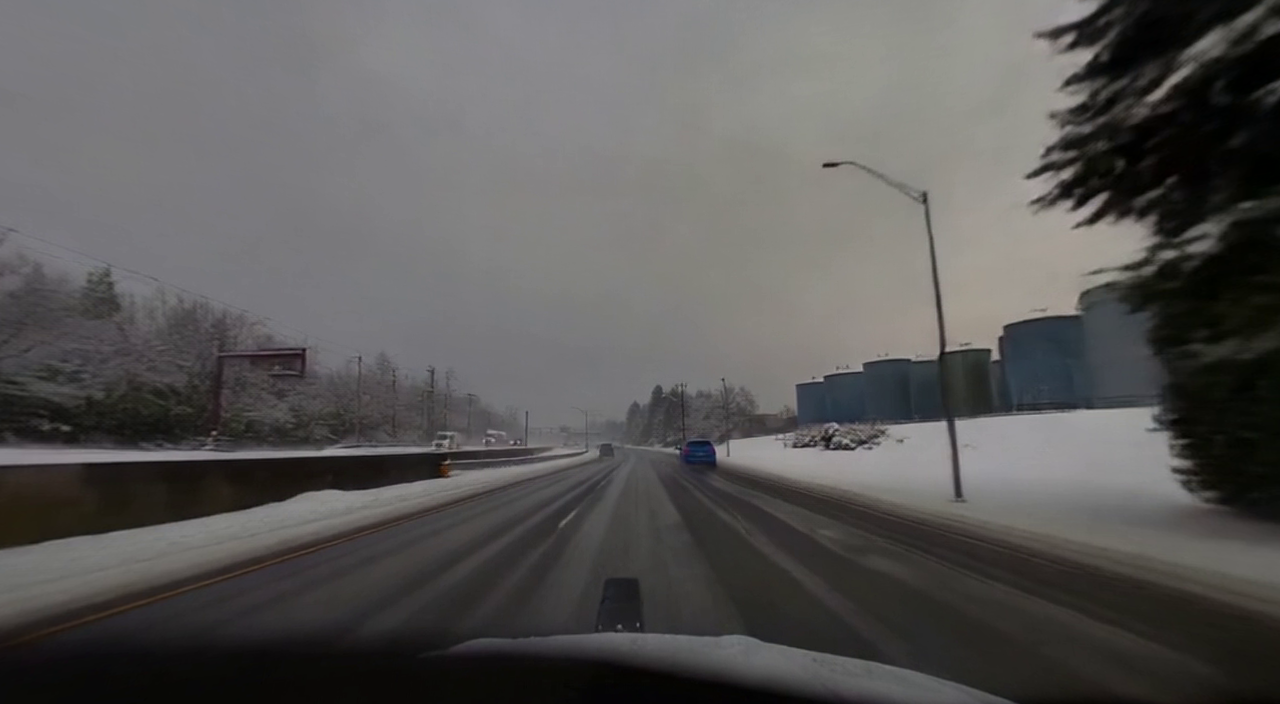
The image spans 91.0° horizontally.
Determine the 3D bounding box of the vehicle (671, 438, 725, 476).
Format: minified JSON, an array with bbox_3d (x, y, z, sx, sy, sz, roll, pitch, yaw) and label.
[{"bbox_3d":[2.931,5.462,33.028,2.296,1.790,5.067,0,-9,-1],"label":"vehicle"}]
